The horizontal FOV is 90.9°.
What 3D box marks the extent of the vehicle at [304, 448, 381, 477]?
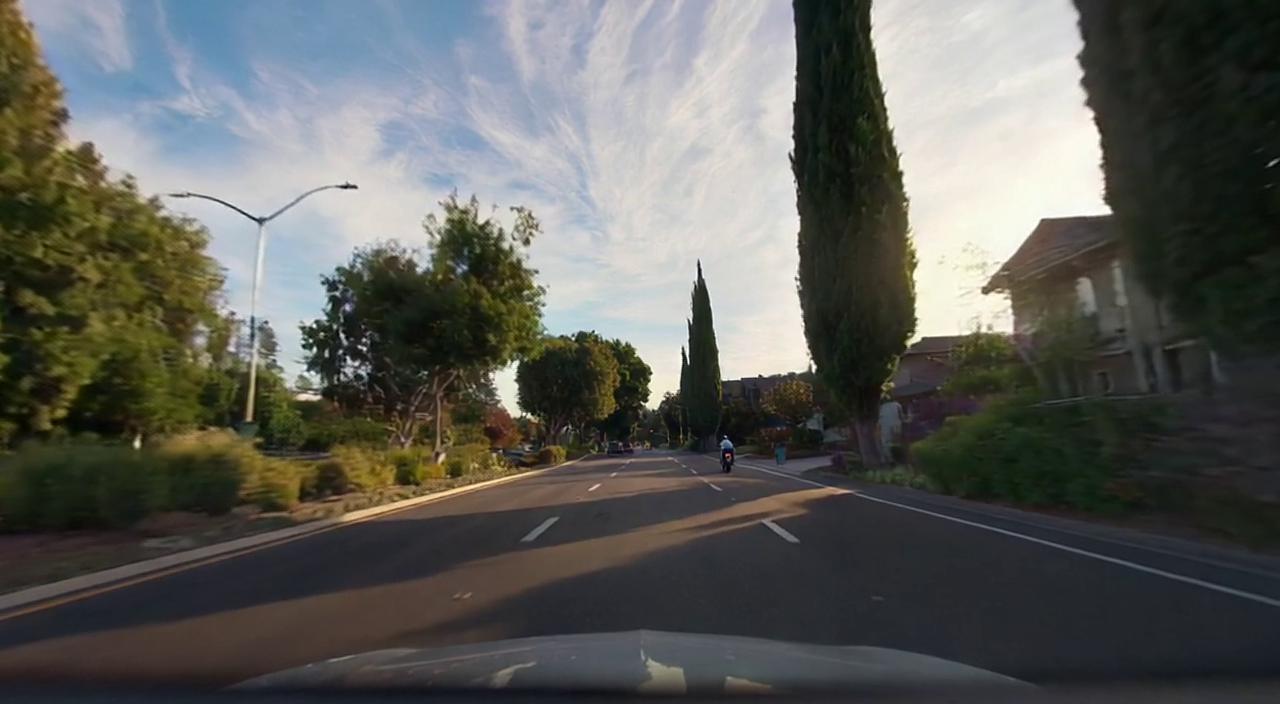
[{"bbox_3d":[-16.684,6.209,35.643,1.963,1.480,4.659,-1,-8,1],"label":"vehicle"}]
